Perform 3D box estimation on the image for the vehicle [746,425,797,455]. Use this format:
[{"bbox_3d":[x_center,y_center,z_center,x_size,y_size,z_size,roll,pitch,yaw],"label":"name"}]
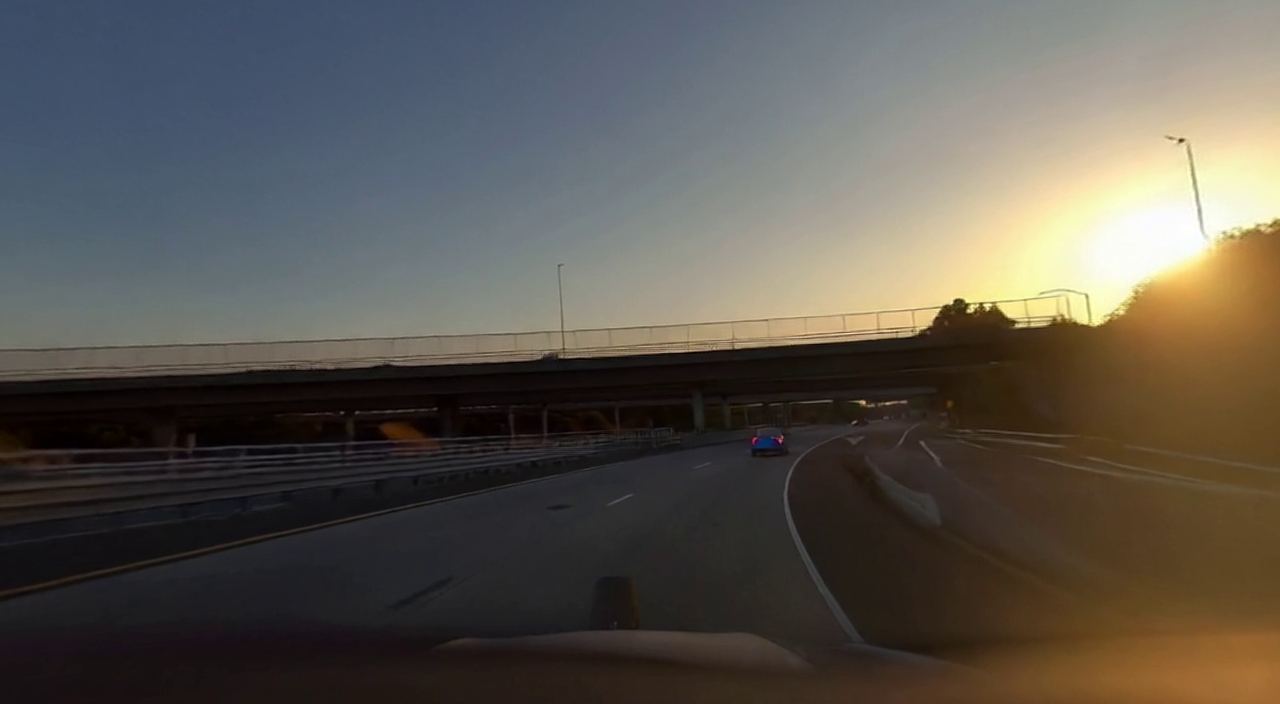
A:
[{"bbox_3d":[6.819,4.497,32.304,2.028,1.440,3.970,-2,-8,19],"label":"vehicle"}]
